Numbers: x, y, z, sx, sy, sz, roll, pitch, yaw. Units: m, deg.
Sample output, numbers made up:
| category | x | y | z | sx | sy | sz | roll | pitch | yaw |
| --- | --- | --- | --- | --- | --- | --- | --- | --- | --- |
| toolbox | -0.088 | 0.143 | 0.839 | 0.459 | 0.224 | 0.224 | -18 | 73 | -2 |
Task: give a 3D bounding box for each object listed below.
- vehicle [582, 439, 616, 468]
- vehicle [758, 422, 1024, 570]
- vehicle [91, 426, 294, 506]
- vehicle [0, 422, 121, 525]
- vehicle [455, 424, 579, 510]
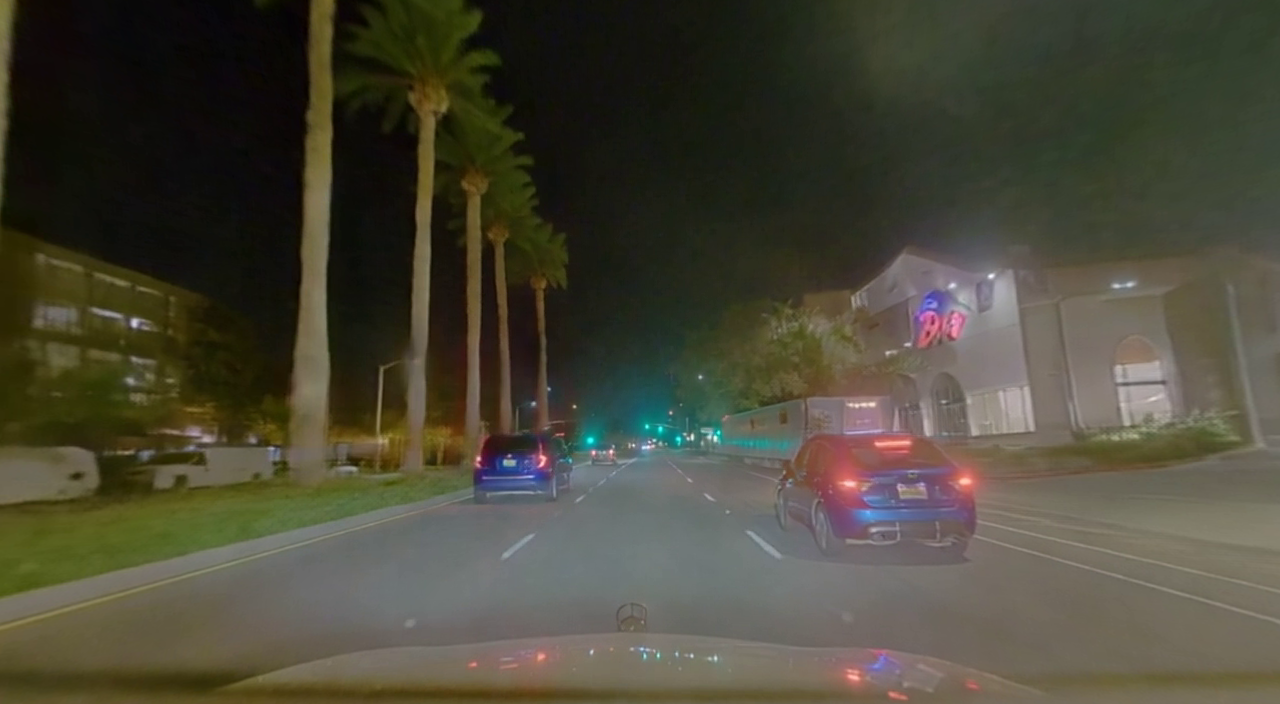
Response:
| category | x | y | z | sx | sy | sz | roll | pitch | yaw |
| --- | --- | --- | --- | --- | --- | --- | --- | --- | --- |
| vehicle | -2.621 | 6.642 | 41.333 | 1.998 | 1.743 | 4.402 | 0 | -8 | -1 |
| vehicle | 2.996 | 1.800 | 8.667 | 1.946 | 1.513 | 4.133 | 0 | -8 | 0 |
| vehicle | -21.419 | 5.488 | 31.243 | 3.030 | 3.354 | 9.135 | -1 | -8 | 2 |
| vehicle | -21.675 | 3.879 | 20.137 | 2.989 | 3.225 | 8.285 | 0 | -8 | 1 |
| vehicle | -2.824 | 2.770 | 15.596 | 2.058 | 1.804 | 4.391 | -1 | -8 | 2 |
